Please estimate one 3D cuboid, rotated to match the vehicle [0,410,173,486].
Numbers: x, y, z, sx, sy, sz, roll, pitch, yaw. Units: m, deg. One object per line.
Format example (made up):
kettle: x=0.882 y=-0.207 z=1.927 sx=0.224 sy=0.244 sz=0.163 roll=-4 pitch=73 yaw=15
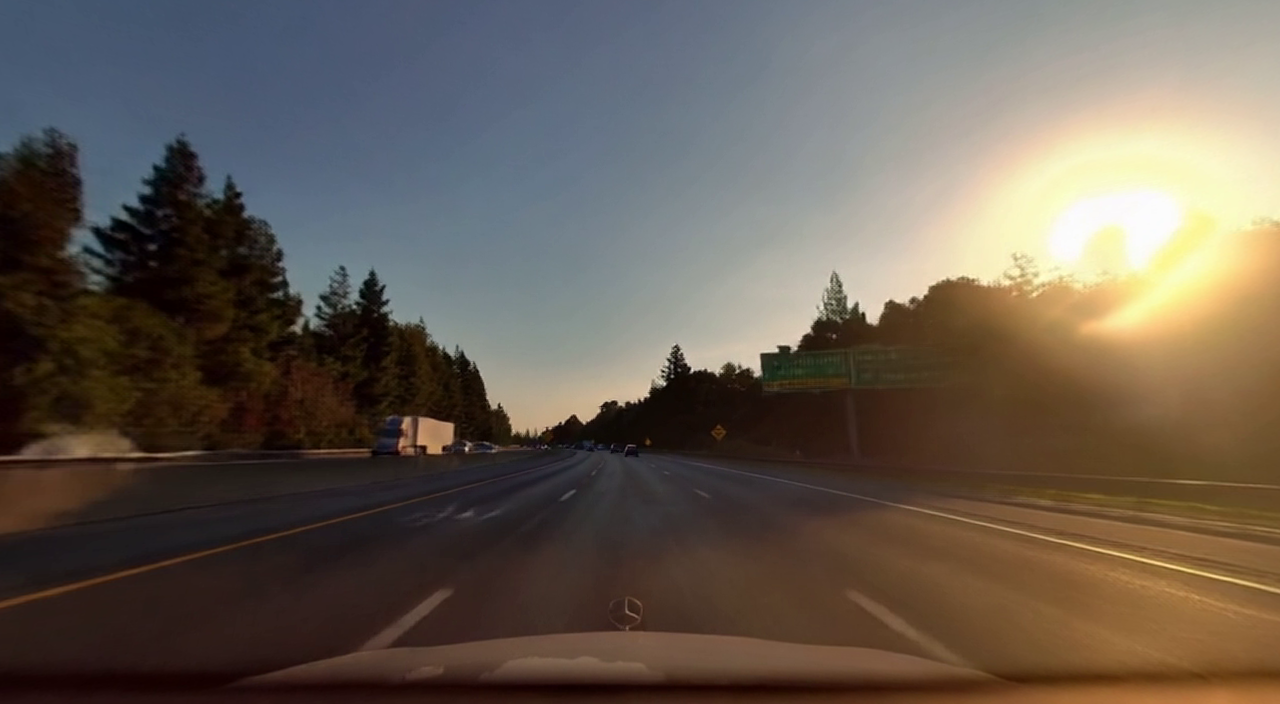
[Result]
vehicle: x=-16.382 y=2.734 z=17.964 sx=2.224 sy=1.830 sz=5.147 roll=0 pitch=-9 yaw=-1
